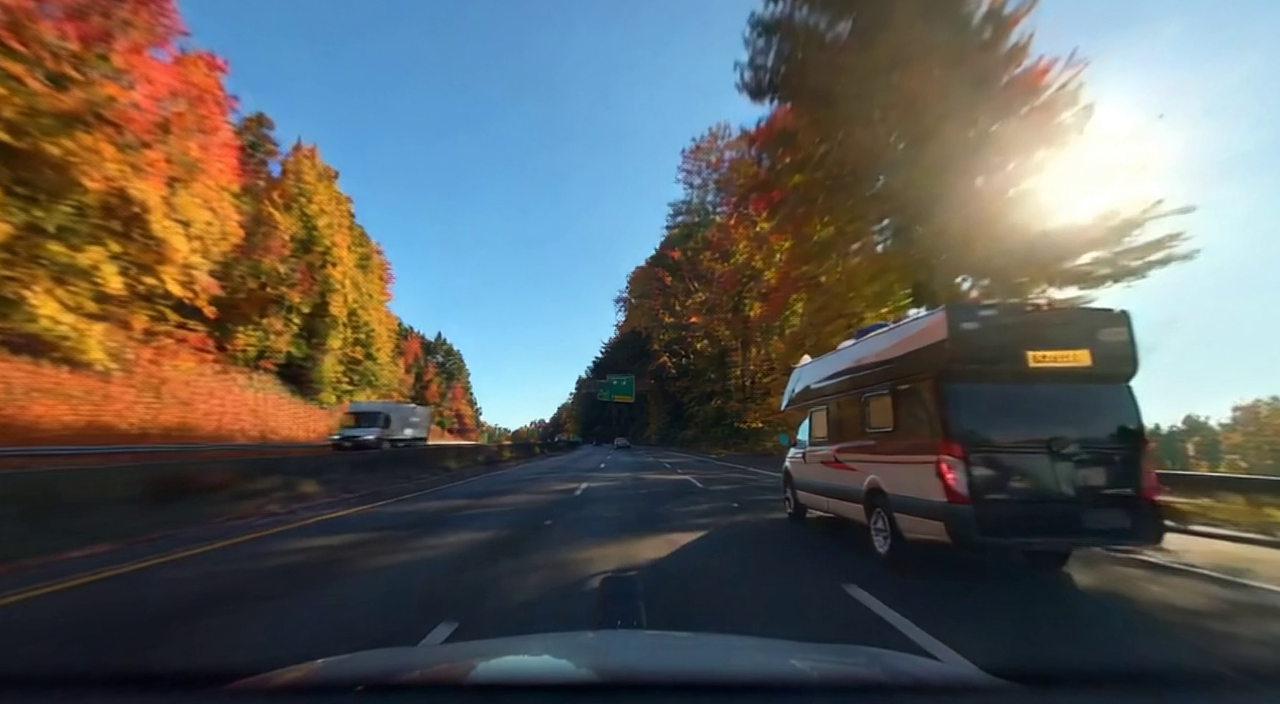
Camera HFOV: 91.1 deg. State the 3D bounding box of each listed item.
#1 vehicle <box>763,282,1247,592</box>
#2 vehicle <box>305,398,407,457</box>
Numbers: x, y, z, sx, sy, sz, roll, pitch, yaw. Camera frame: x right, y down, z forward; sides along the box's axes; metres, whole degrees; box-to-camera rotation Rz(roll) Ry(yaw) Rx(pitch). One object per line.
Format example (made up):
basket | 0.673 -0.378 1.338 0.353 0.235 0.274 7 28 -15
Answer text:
vehicle | 4.063 1.218 9.435 2.815 2.876 7.101 0 -8 -1
vehicle | -15.164 4.151 34.200 2.456 2.870 6.580 0 -8 0
